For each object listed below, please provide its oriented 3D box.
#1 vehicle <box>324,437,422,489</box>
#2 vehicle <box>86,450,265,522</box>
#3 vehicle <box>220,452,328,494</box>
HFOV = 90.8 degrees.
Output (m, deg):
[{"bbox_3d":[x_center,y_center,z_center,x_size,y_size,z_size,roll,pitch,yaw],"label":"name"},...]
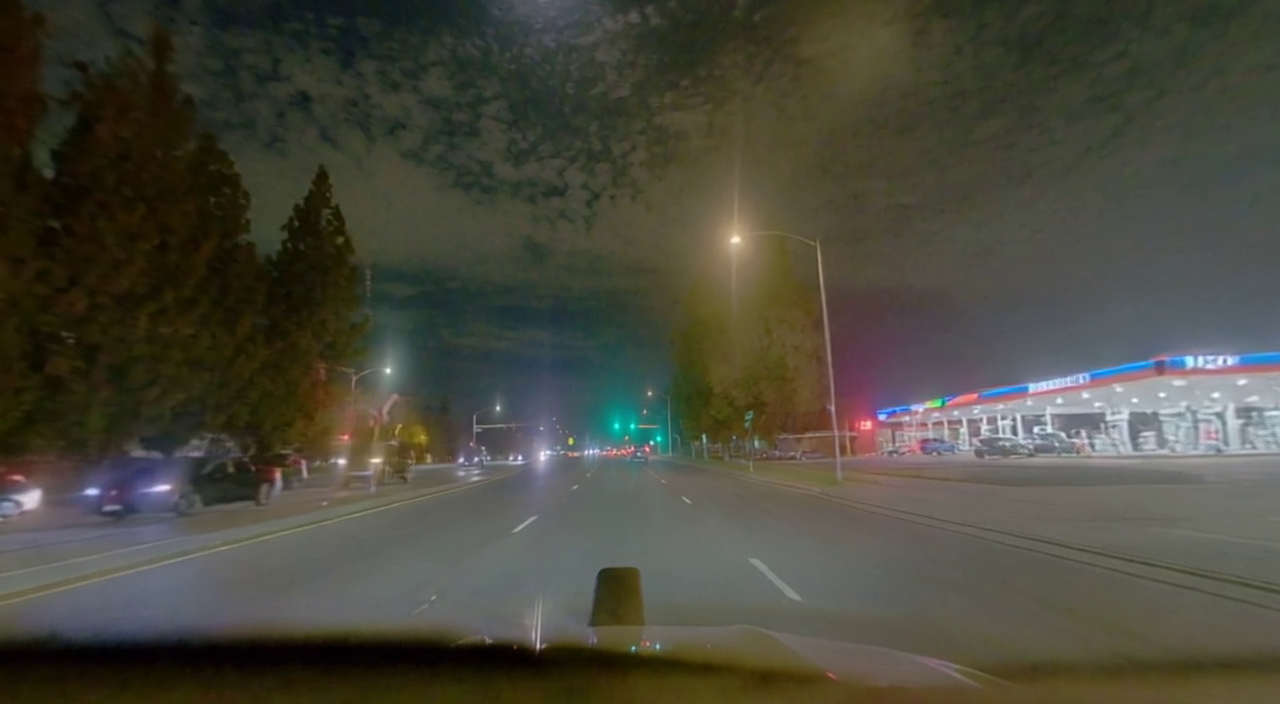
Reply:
[{"bbox_3d":[-11.440,4.779,27.545,2.229,1.957,5.057,-1,-9,-2],"label":"vehicle"},{"bbox_3d":[-11.081,3.168,15.420,1.771,1.508,3.453,0,-9,-2],"label":"vehicle"},{"bbox_3d":[-15.247,5.029,26.658,2.045,1.519,4.401,-1,-9,-2],"label":"vehicle"}]
